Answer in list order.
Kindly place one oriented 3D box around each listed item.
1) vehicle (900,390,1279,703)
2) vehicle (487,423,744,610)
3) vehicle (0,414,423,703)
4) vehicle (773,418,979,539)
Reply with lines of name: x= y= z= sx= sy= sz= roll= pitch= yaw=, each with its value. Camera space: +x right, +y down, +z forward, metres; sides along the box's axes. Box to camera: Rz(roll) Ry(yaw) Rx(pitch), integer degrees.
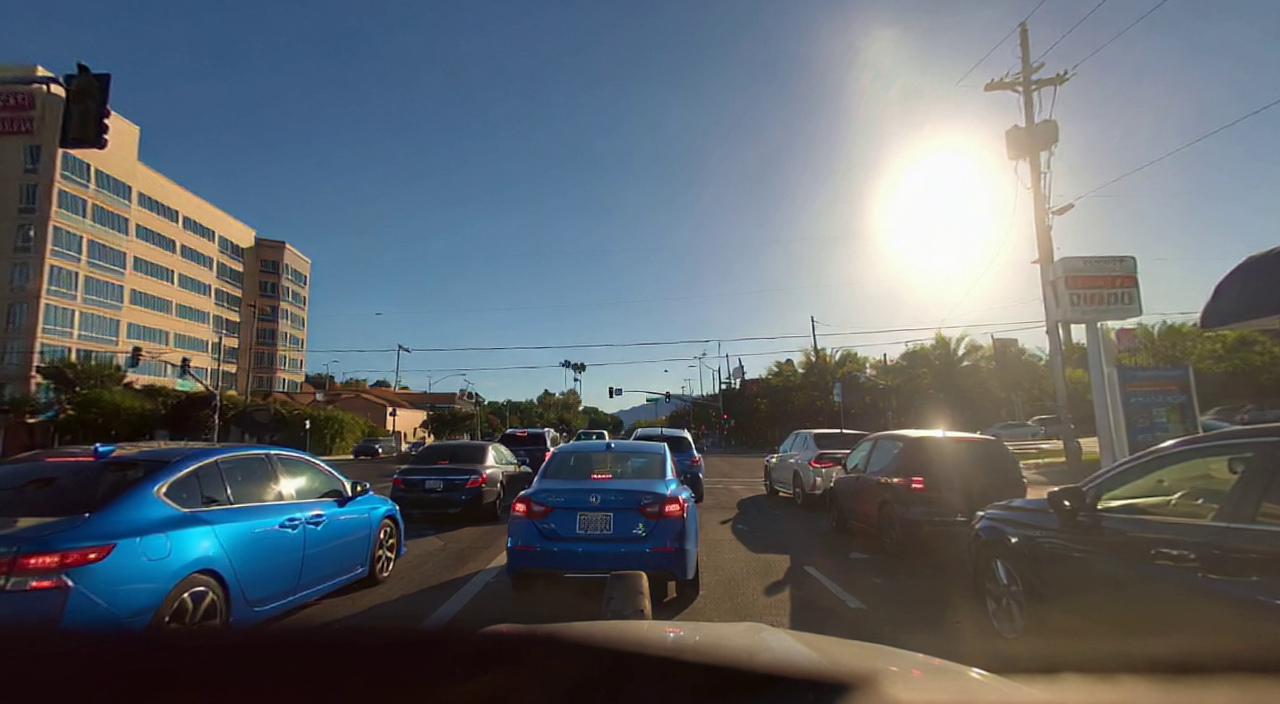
vehicle: x=3.430 y=1.092 z=3.693 sx=1.981 sy=1.499 sz=4.536 roll=0 pitch=-8 yaw=2
vehicle: x=-0.184 y=1.623 z=7.128 sx=2.059 sy=1.477 sz=3.988 roll=0 pitch=-8 yaw=1
vehicle: x=-3.409 y=1.301 z=4.717 sx=1.980 sy=1.454 sz=4.226 roll=0 pitch=-8 yaw=1
vehicle: x=3.767 y=2.095 z=11.007 sx=2.007 sy=1.683 sz=4.171 roll=0 pitch=-8 yaw=1
